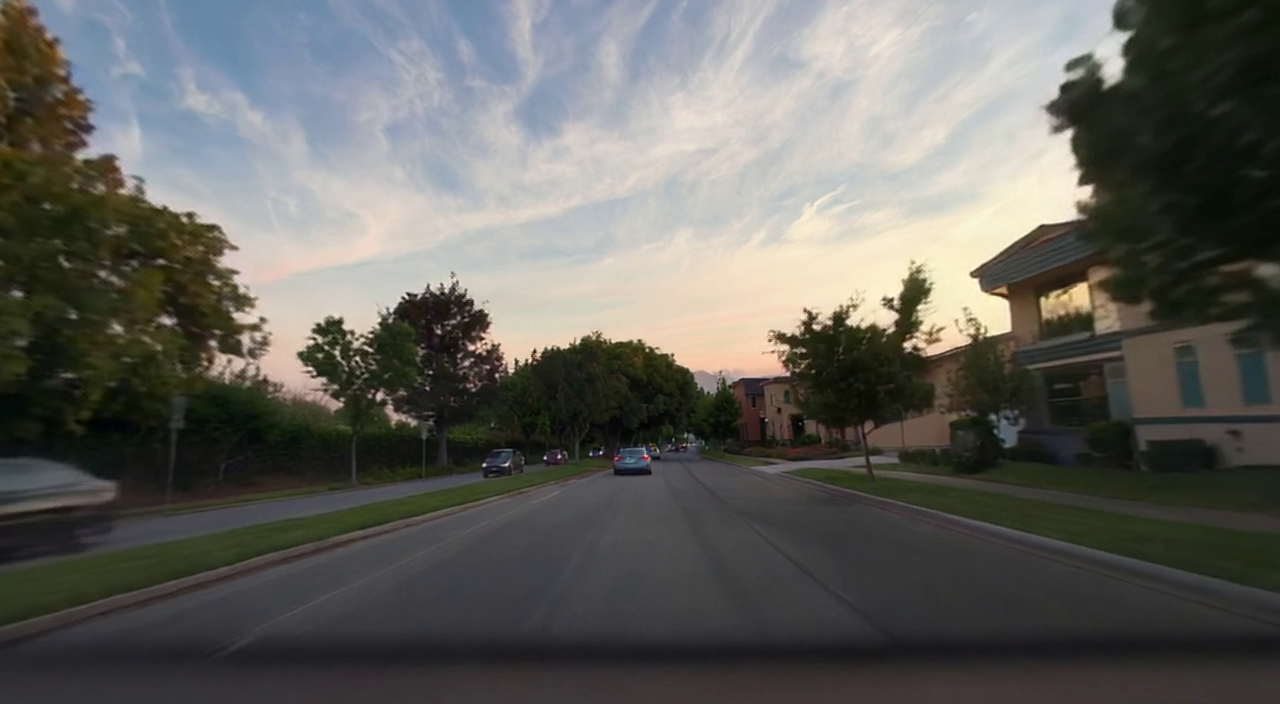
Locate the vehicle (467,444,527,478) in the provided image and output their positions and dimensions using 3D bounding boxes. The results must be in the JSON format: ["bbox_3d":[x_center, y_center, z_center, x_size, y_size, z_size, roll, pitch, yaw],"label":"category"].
[{"bbox_3d":[-8.035,6.145,35.855,2.093,1.772,4.478,-1,-8,3],"label":"vehicle"}]

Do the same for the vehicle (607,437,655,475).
[{"bbox_3d":[-0.354,5.102,31.097,2.129,1.713,4.314,0,-8,2],"label":"vehicle"}]

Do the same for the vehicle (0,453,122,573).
[{"bbox_3d":[-9.867,2.243,8.687,1.908,1.616,3.988,-1,-8,3],"label":"vehicle"}]
